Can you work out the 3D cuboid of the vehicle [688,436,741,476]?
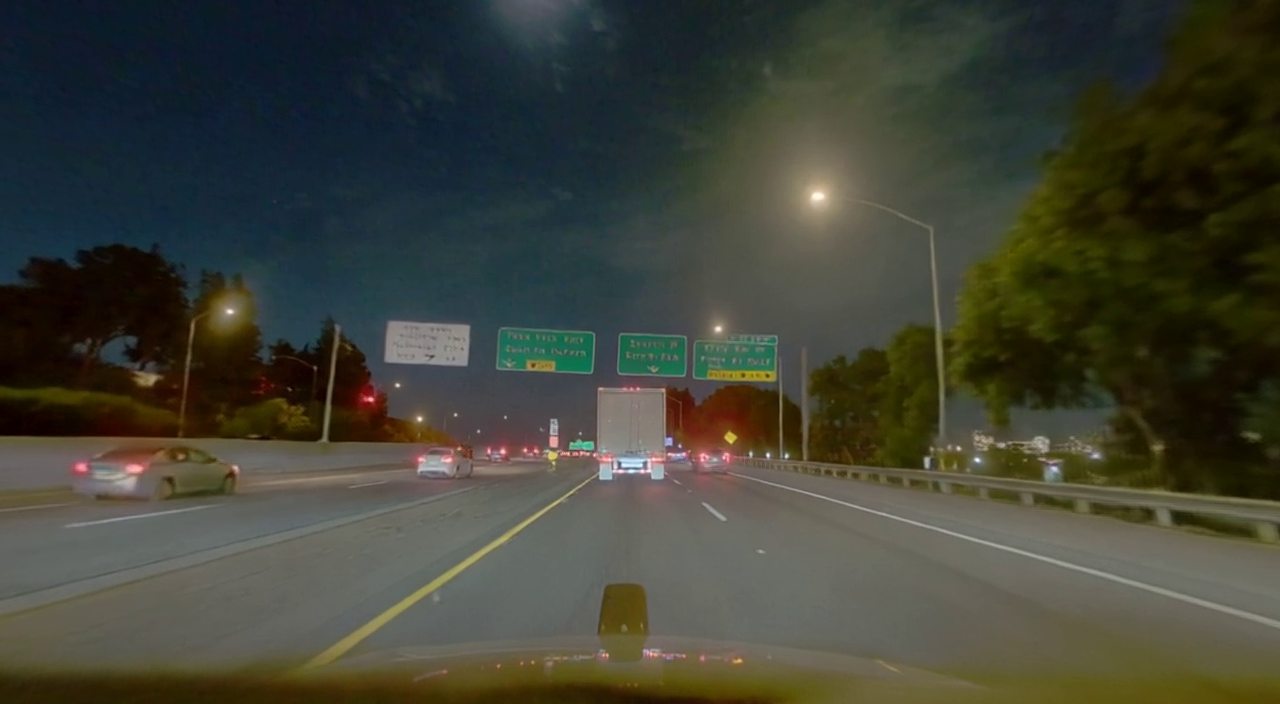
[{"bbox_3d":[3.963,5.660,34.509,2.174,1.968,5.016,0,-9,-1],"label":"vehicle"}]

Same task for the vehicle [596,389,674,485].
[{"bbox_3d":[-0.279,4.024,29.225,2.916,3.584,10.841,0,-9,-1],"label":"vehicle"}]

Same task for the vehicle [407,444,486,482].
[{"bbox_3d":[-8.414,4.853,27.938,2.057,1.506,4.829,0,-9,-2],"label":"vehicle"}]

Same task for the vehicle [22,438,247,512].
[{"bbox_3d":[-11.840,2.889,15.267,1.906,1.510,4.303,0,-9,-1],"label":"vehicle"}]
